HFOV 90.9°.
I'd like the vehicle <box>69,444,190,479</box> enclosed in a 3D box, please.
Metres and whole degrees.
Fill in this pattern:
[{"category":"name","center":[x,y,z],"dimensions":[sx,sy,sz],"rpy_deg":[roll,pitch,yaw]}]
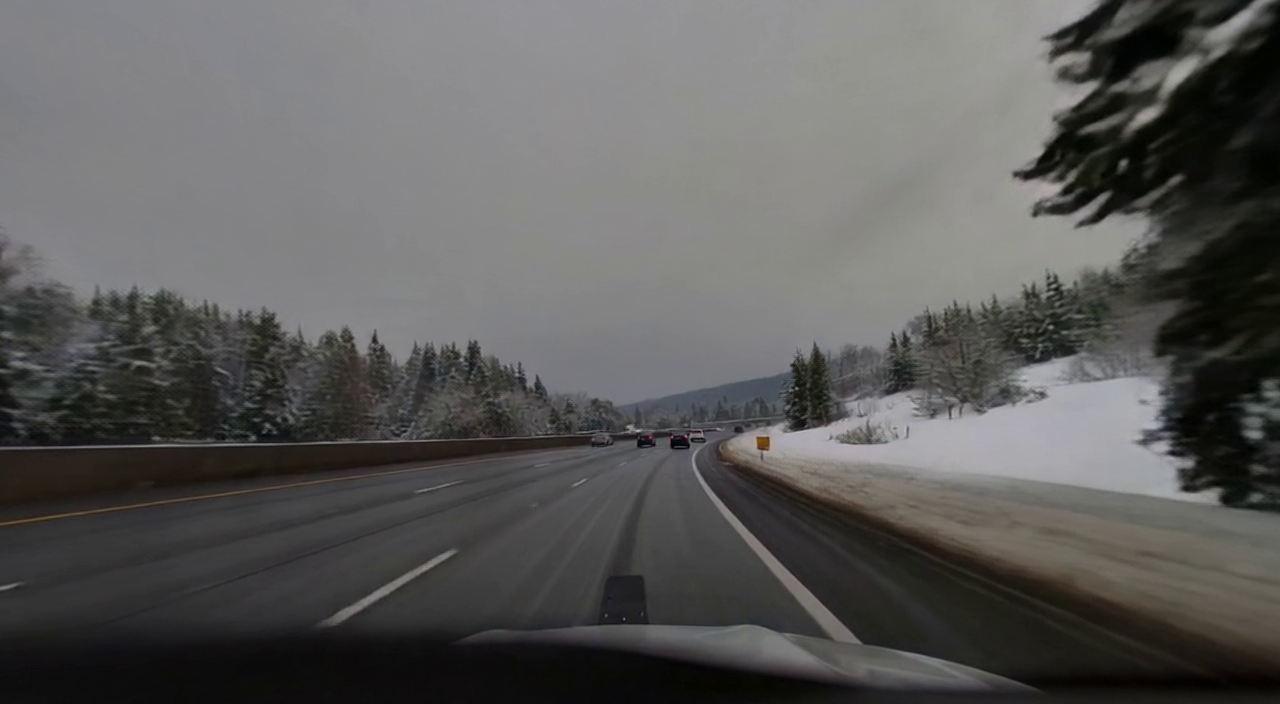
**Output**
[{"category":"vehicle","center":[-24.637,5.255,30.684],"dimensions":[1.857,1.523,4.621],"rpy_deg":[0,-8,3]}]
